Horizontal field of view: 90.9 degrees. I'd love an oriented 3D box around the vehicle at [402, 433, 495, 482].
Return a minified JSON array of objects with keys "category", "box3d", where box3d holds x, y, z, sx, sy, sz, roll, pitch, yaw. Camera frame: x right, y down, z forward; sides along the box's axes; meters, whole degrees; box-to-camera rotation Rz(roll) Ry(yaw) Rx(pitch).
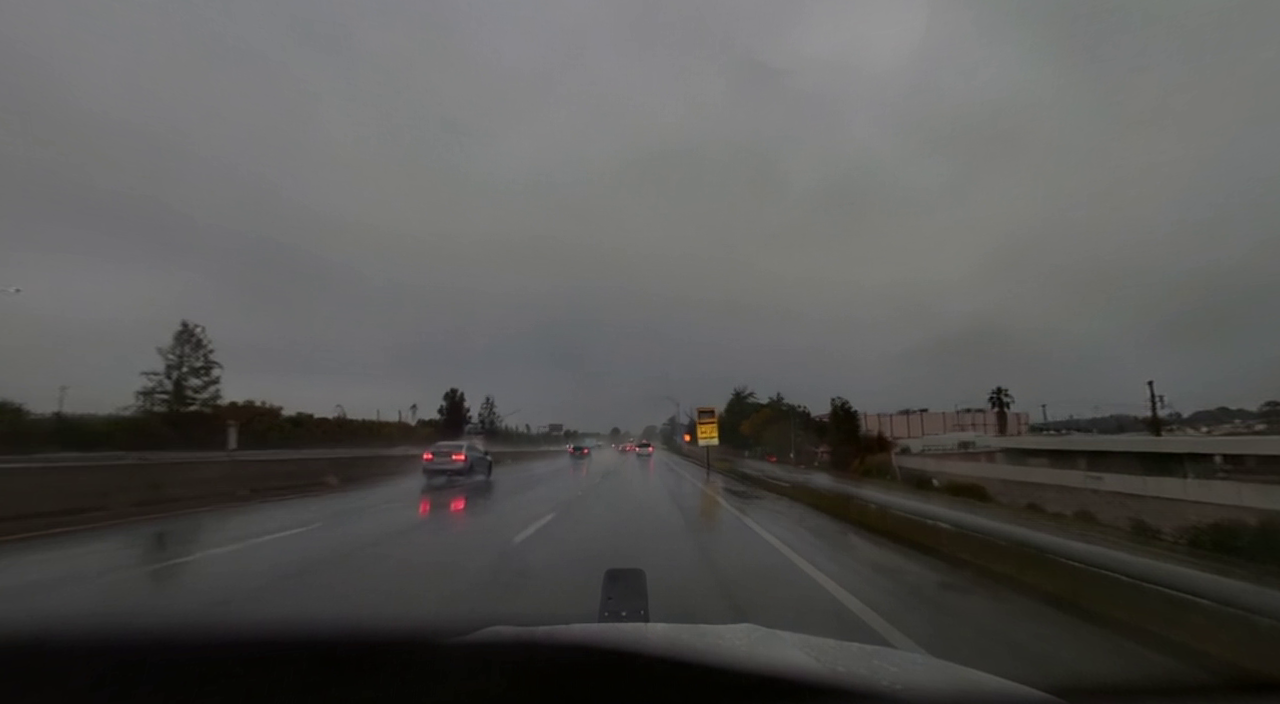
[{"category":"vehicle","box3d":[-7.193,4.014,24.235,2.088,1.678,4.426,0,-8,1]}]
